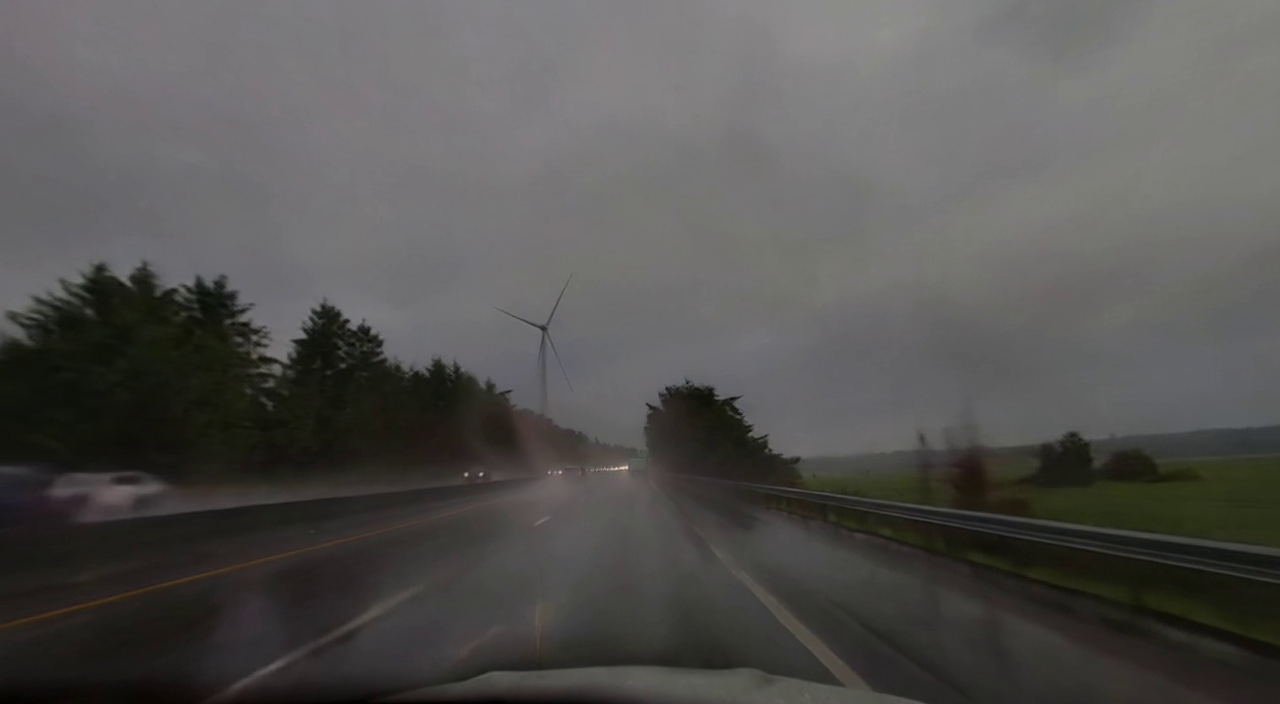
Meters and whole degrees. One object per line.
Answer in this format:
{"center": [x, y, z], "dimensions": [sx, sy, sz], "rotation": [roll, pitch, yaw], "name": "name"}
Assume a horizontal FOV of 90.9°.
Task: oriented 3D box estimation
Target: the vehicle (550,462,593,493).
{"center": [-4.099, 7.624, 38.496], "dimensions": [2.124, 1.705, 4.440], "rotation": [1, -11, 0], "name": "vehicle"}
